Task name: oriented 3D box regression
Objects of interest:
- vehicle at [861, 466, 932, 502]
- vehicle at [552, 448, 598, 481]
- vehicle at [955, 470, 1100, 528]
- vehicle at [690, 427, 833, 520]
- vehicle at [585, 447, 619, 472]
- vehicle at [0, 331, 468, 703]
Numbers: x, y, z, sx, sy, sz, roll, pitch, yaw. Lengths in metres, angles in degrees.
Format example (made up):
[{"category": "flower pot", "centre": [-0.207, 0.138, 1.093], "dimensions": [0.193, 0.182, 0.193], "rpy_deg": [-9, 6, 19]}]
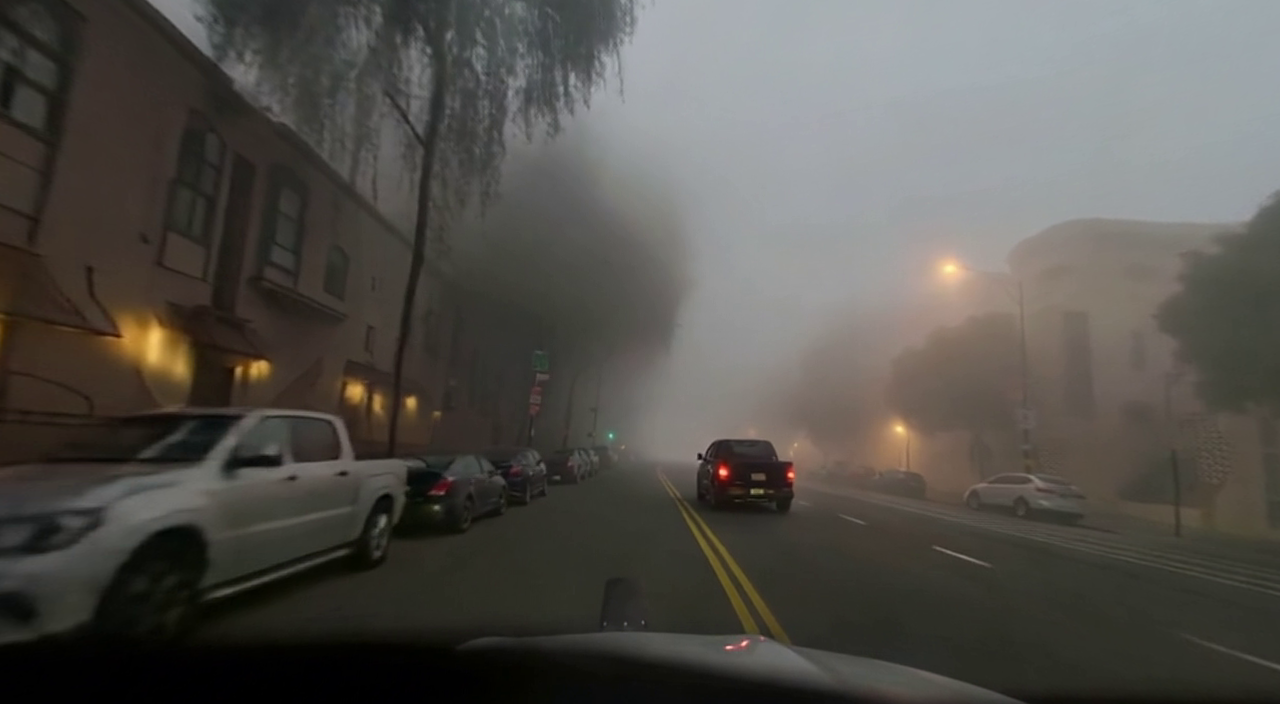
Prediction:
[{"category": "vehicle", "centre": [13.622, 7.018, 33.787], "dimensions": [1.866, 1.554, 4.393], "rpy_deg": [3, -8, -2]}, {"category": "vehicle", "centre": [-3.125, 5.474, 31.063], "dimensions": [1.842, 1.497, 4.238], "rpy_deg": [0, -9, 0]}, {"category": "vehicle", "centre": [13.567, 5.156, 22.459], "dimensions": [2.189, 1.753, 4.376], "rpy_deg": [3, -11, -3]}, {"category": "vehicle", "centre": [2.752, 2.974, 16.074], "dimensions": [2.411, 1.899, 5.993], "rpy_deg": [0, -9, 0]}, {"category": "vehicle", "centre": [-2.578, 7.423, 43.806], "dimensions": [1.933, 1.652, 4.508], "rpy_deg": [0, -9, 2]}, {"category": "vehicle", "centre": [-3.551, 1.199, 5.719], "dimensions": [2.171, 1.816, 5.274], "rpy_deg": [-1, -9, 4]}]
